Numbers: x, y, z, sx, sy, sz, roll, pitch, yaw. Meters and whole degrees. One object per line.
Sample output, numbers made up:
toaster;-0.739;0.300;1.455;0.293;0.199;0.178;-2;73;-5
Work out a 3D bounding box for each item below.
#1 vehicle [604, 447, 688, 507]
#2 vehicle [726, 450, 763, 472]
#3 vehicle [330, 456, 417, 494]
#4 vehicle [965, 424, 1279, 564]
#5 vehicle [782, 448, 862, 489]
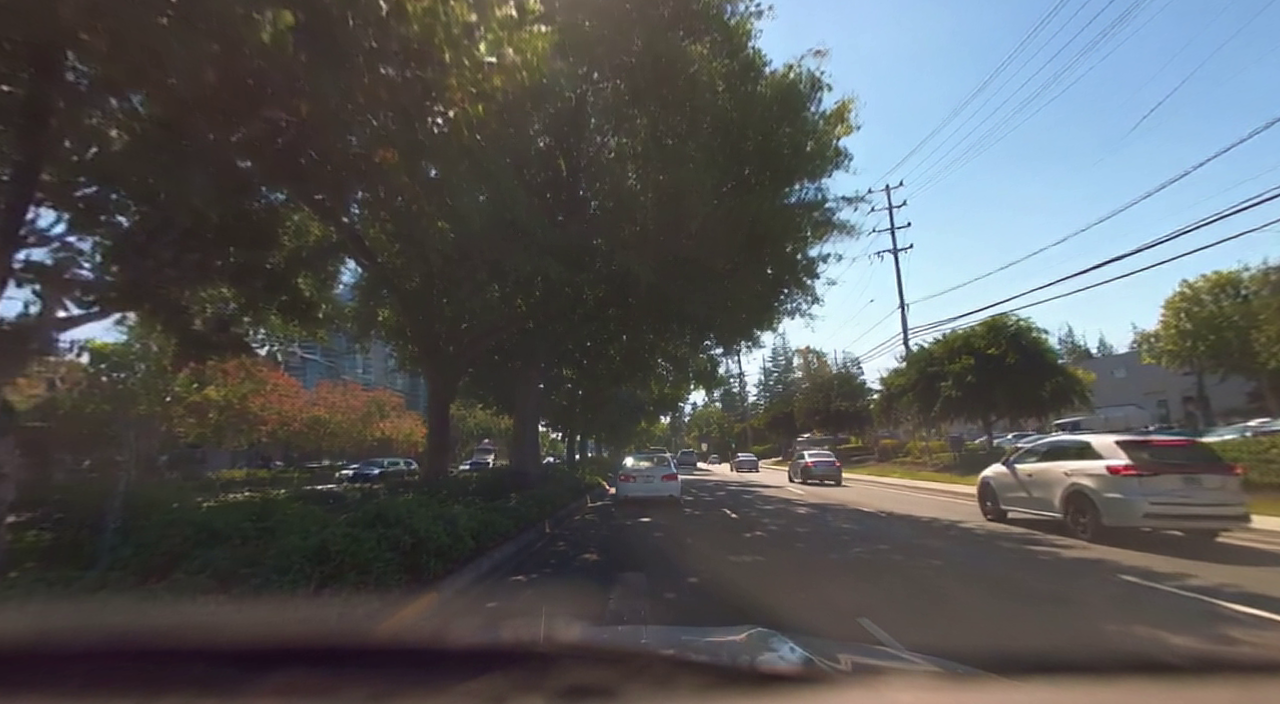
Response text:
vehicle;0.157;3.435;17.823;2.108;1.479;3.935;0;-8;0
vehicle;7.753;8.136;47.290;1.899;1.458;4.499;0;-8;-1
vehicle;-12.097;5.591;29.026;1.942;1.481;4.621;0;-8;0
vehicle;7.292;2.028;9.837;1.983;1.649;4.557;0;-8;0
vehicle;7.274;4.654;25.674;1.850;1.480;4.474;0;-8;-1
